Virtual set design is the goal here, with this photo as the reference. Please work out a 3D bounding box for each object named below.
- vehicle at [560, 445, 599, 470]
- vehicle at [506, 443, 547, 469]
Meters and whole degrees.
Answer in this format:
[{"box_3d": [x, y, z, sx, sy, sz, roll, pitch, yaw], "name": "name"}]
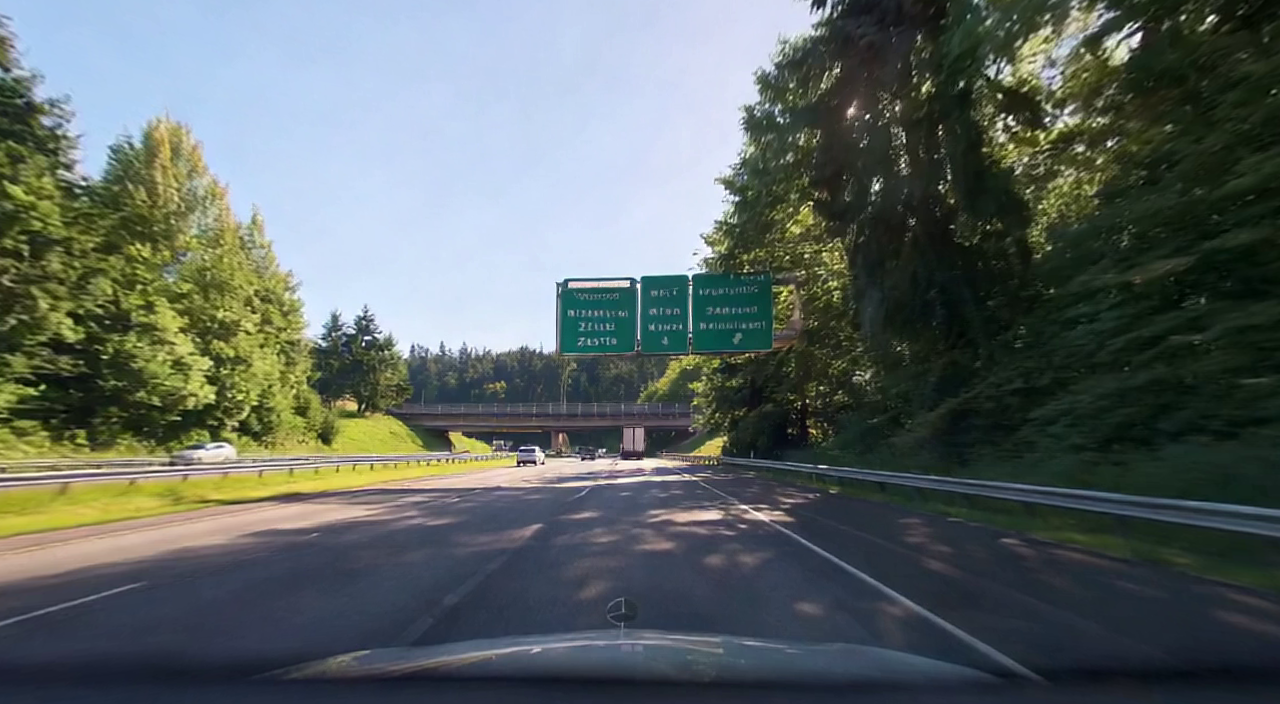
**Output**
[{"box_3d": [-3.739, 6.610, 39.596, 2.073, 1.472, 4.091, 0, -9, -1], "name": "vehicle"}, {"box_3d": [-7.447, 6.843, 41.760, 2.014, 1.633, 4.090, 0, -9, 0], "name": "vehicle"}]
